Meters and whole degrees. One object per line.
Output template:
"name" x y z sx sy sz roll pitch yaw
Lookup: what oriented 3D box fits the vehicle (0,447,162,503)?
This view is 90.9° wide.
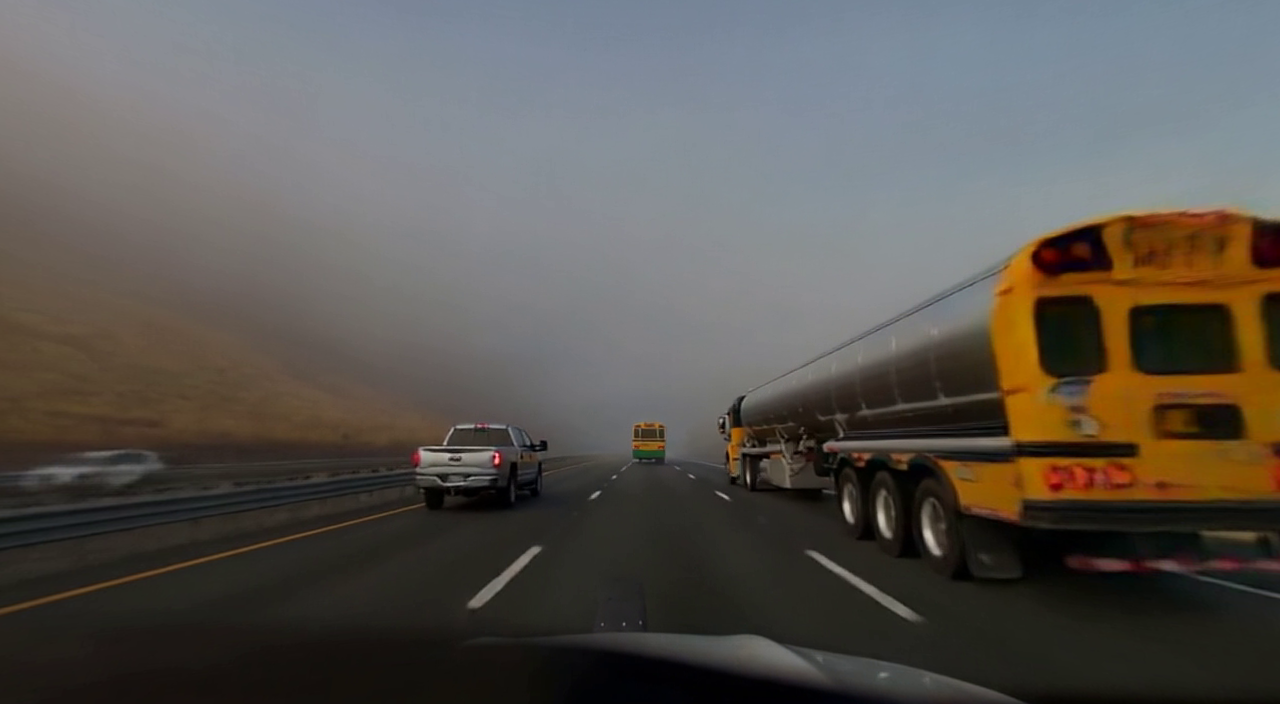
"vehicle" -21.423 4.640 24.368 2.145 1.885 4.676 0 -8 0

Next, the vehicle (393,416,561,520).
"vehicle" -3.441 2.610 14.843 2.241 1.927 5.833 0 -8 2

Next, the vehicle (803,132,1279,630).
"vehicle" 4.397 0.621 8.156 2.716 3.705 7.018 0 -8 1

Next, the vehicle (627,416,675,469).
"vehicle" 0.705 6.436 44.772 2.948 3.265 10.569 0 -8 0
